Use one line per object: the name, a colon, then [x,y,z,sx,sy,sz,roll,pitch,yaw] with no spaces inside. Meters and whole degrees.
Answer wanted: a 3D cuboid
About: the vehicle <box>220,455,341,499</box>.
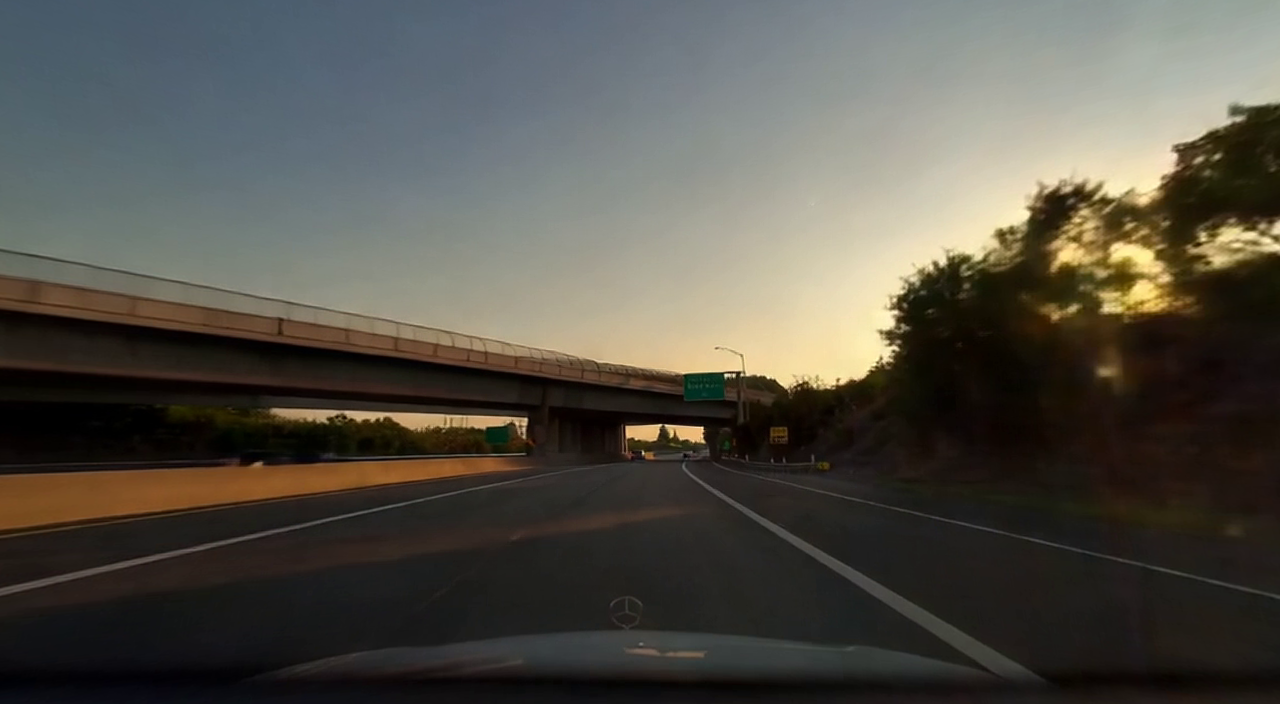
vehicle: [-13.782,4.786,24.533,1.930,1.530,4.519,0,-9,2]
